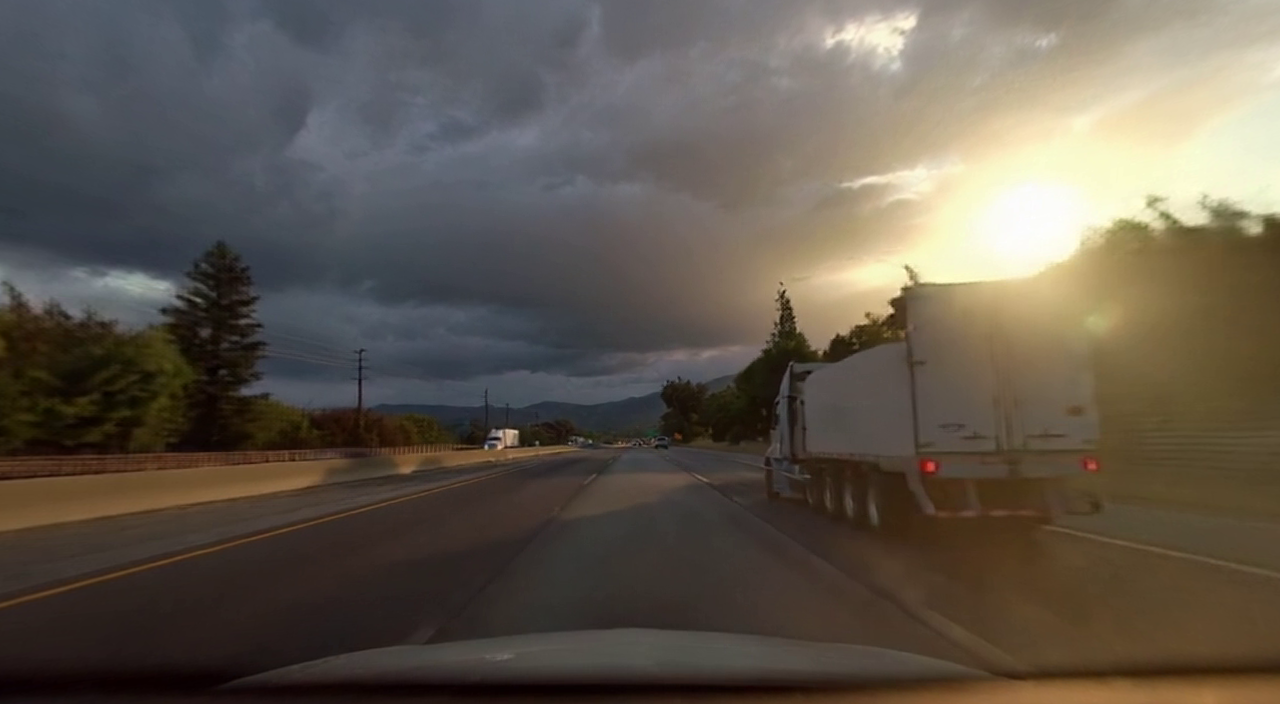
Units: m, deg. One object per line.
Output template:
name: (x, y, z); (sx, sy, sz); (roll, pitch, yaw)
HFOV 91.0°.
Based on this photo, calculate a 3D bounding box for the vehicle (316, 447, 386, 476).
vehicle: (-16.256, 6.151, 35.628); (1.867, 1.442, 4.385); (-1, -8, 0)

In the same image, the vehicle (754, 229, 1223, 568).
vehicle: (4.109, 0.932, 10.127); (2.766, 3.349, 7.796); (0, -8, -2)

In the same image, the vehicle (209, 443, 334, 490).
vehicle: (-12.734, 3.932, 22.104); (1.841, 1.432, 4.245); (-1, -8, 0)
